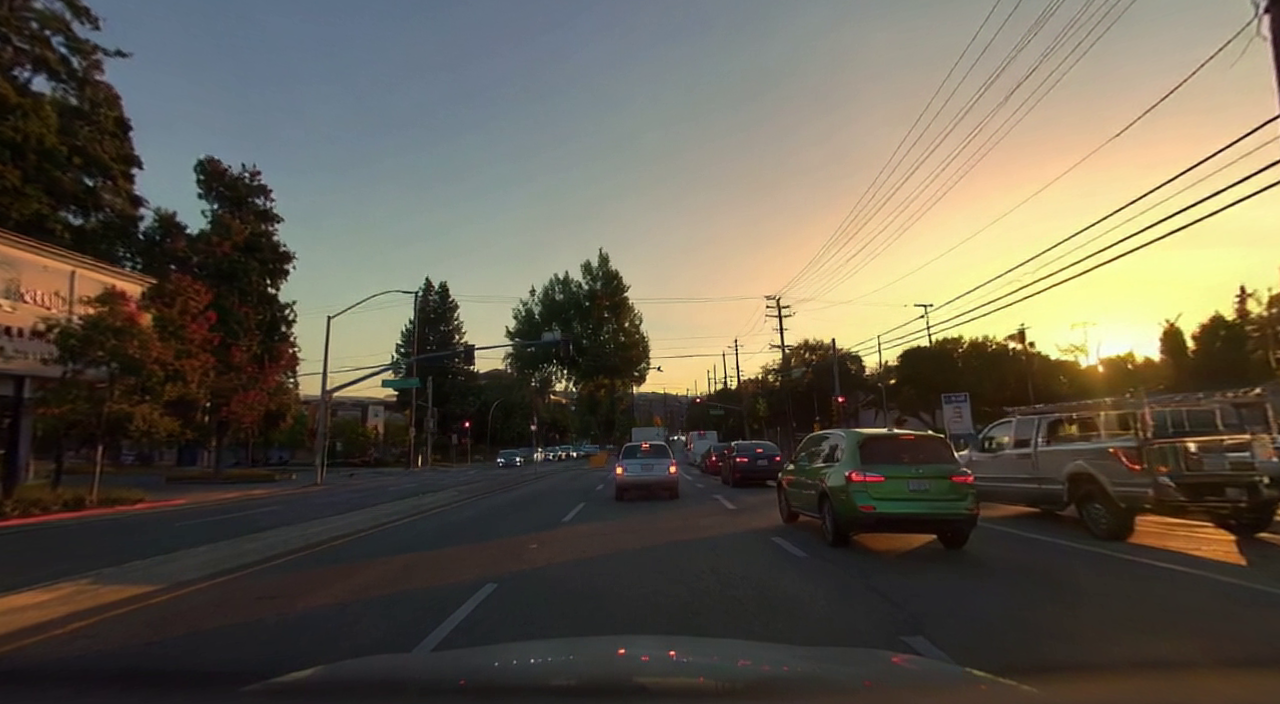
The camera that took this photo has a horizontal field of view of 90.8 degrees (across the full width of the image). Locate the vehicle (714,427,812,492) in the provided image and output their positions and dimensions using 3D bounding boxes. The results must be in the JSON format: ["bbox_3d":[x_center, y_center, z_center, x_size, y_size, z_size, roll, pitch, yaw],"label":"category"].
[{"bbox_3d":[3.697,3.344,20.021,2.060,1.789,4.712,0,-9,-1],"label":"vehicle"}]

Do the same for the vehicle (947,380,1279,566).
[{"bbox_3d":[6.673,1.618,9.071,2.080,1.958,4.653,0,-9,-1],"label":"vehicle"}]

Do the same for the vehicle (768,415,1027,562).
[{"bbox_3d":[3.298,1.837,9.212,1.998,1.620,4.267,0,-9,1],"label":"vehicle"}]

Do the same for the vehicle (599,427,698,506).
[{"bbox_3d":[0.182,2.777,15.692,2.149,1.668,3.962,0,-9,0],"label":"vehicle"}]
